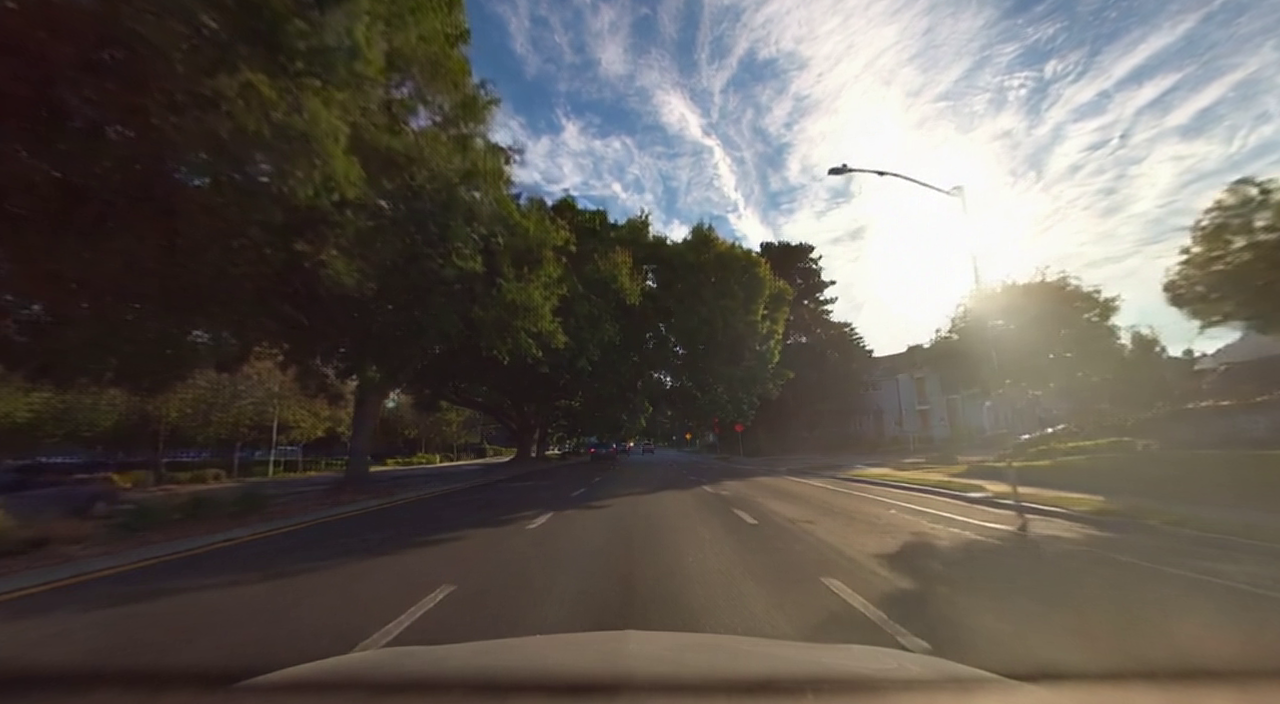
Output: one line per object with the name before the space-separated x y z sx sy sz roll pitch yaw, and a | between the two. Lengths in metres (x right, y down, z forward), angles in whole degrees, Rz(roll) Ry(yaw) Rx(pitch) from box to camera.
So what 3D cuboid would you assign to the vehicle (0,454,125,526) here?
vehicle | -16.187 3.468 16.056 2.204 1.625 4.561 0 -8 0
